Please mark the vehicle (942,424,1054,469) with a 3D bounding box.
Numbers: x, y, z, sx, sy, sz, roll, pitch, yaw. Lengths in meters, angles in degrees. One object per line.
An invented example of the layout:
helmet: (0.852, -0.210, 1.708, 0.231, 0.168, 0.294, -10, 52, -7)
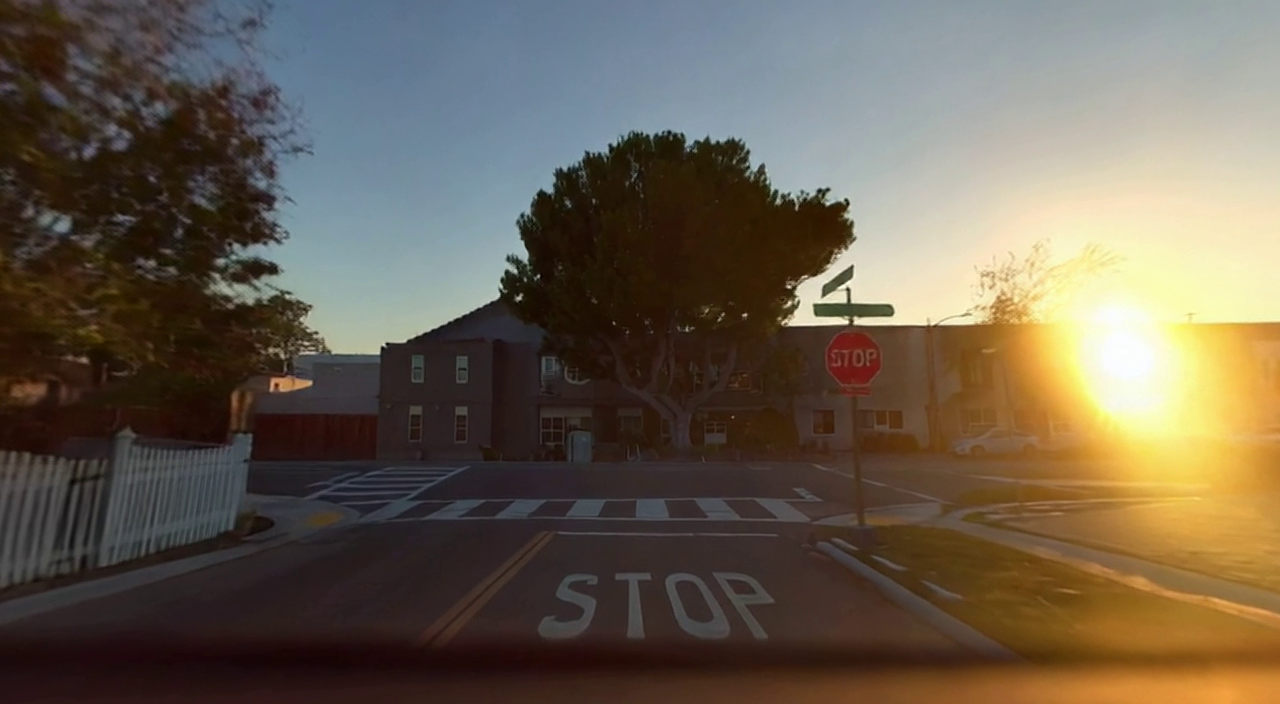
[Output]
vehicle: (18.883, 5.028, 33.474, 2.395, 2.164, 4.475, 5, -10, -27)
